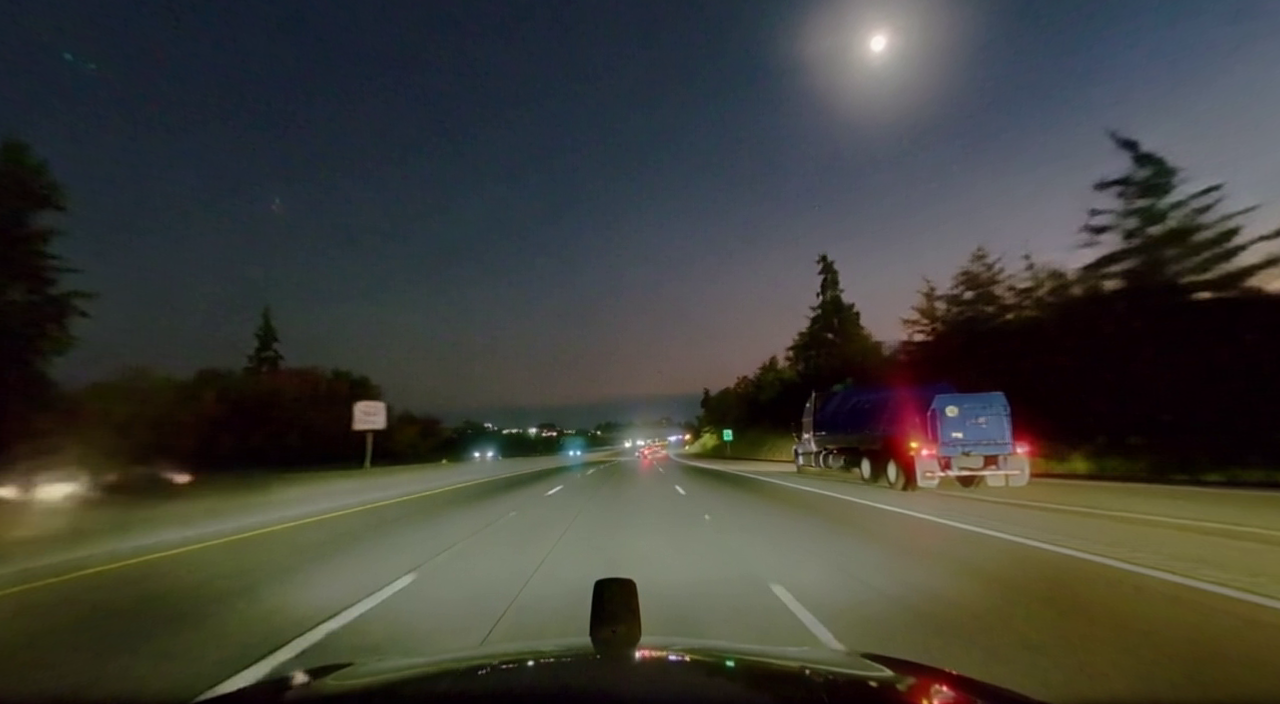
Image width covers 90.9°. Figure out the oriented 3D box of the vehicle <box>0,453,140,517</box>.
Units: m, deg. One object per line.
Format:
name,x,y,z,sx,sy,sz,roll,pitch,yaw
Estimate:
vehicle,-17.096,3.710,18.057,1.794,1.517,4.540,0,-8,-1
